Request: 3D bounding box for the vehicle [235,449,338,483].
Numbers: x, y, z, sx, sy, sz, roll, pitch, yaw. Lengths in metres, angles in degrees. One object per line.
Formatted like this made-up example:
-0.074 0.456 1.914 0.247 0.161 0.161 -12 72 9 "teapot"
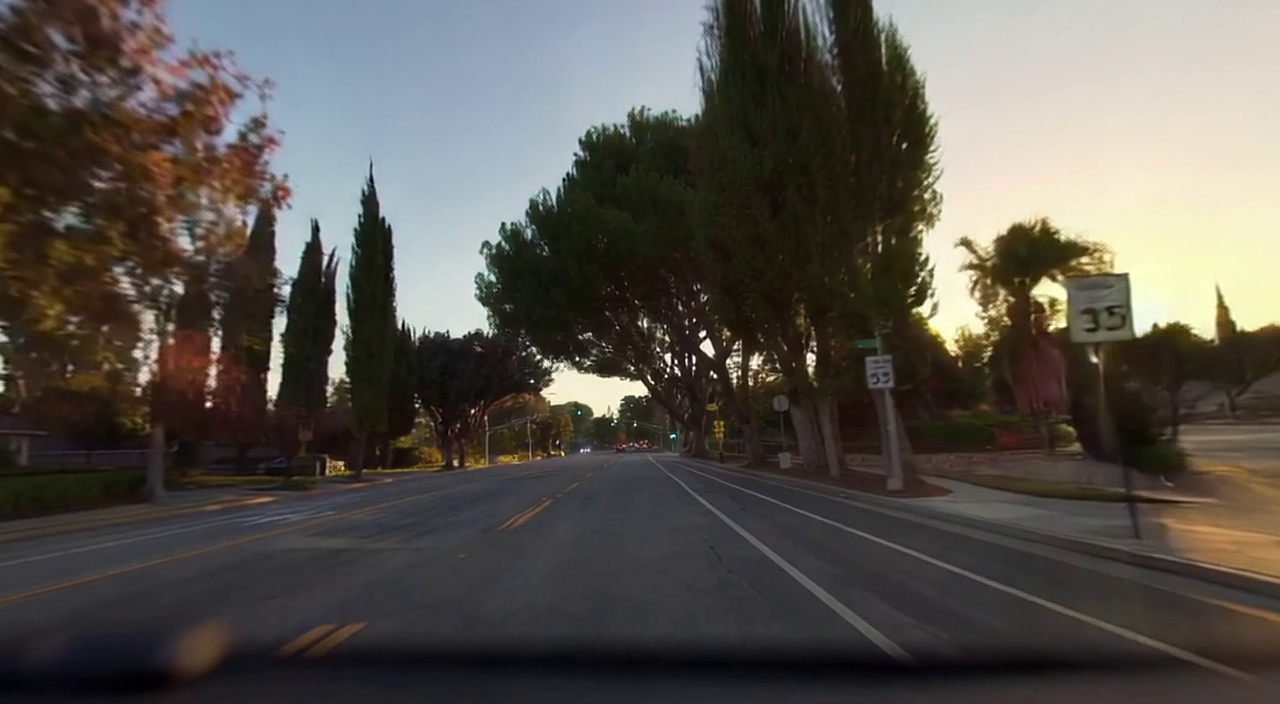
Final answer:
-20.911 6.758 37.562 4.849 1.899 2.063 1 -9 -5 "vehicle"
